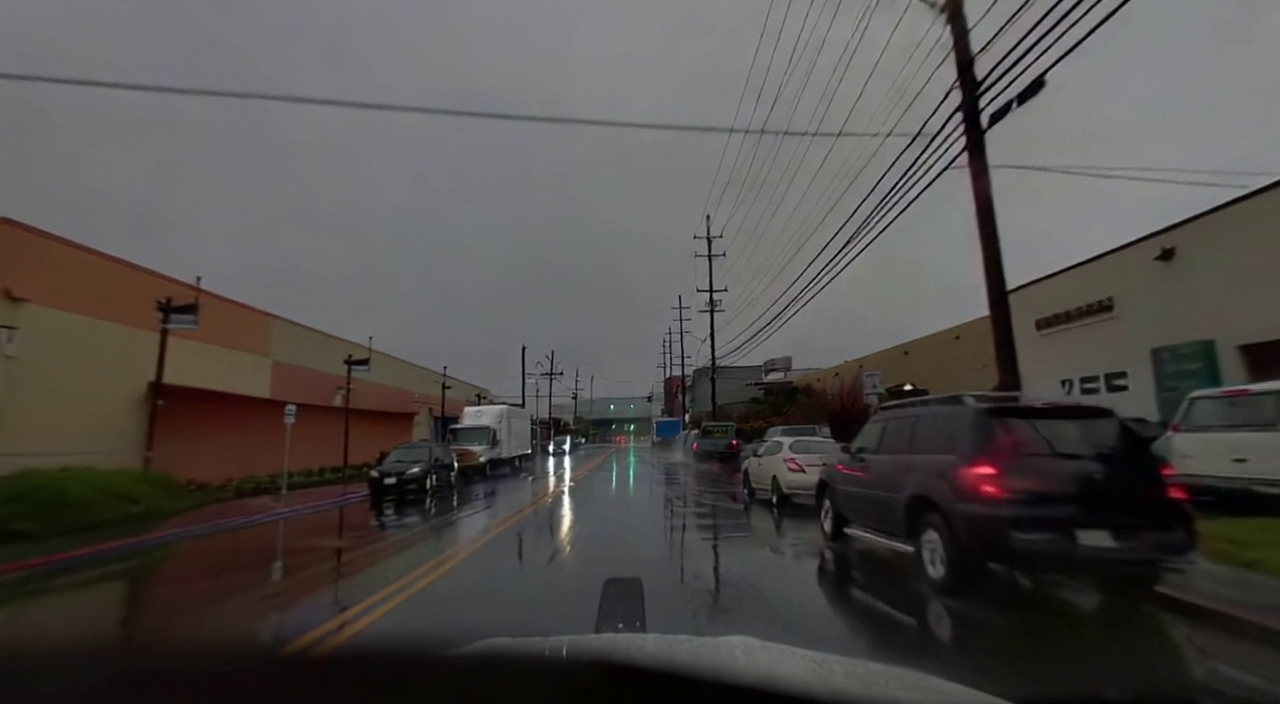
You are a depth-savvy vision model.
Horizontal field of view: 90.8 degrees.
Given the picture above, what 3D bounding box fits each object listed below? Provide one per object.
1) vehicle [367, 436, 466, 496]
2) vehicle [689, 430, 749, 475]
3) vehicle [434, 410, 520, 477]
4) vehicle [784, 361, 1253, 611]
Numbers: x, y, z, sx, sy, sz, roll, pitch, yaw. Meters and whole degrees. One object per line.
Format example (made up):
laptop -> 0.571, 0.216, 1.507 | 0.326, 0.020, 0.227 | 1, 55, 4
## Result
vehicle -> -7.992, 4.107, 23.055 | 2.123, 1.802, 4.486 | -4, -9, -3
vehicle -> 3.503, 4.554, 28.851 | 2.026, 1.857, 4.699 | 0, -8, -1
vehicle -> -8.352, 4.827, 33.352 | 2.832, 3.101, 7.143 | -1, -8, -1
vehicle -> 3.662, 1.501, 8.062 | 2.333, 1.967, 6.008 | 0, -8, 1
